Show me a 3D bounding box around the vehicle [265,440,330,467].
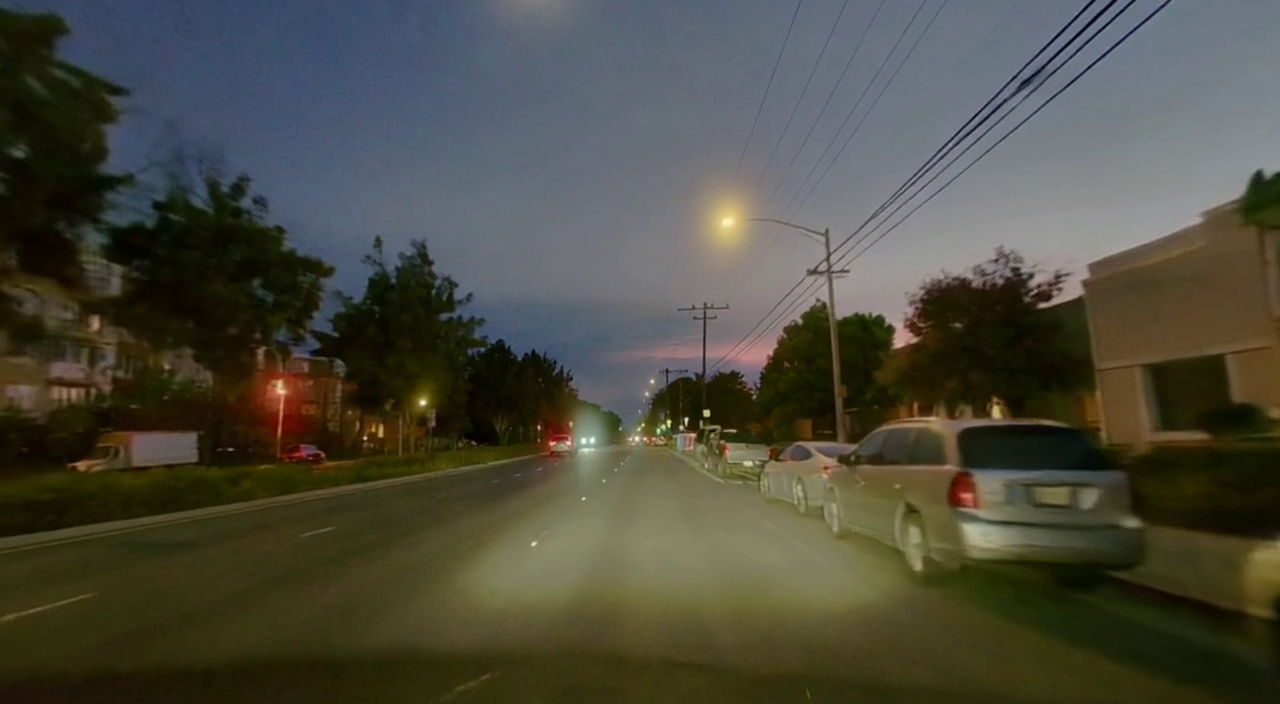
[{"bbox_3d":[-25.419,7.552,47.019,2.052,1.862,4.816,0,-8,1],"label":"vehicle"}]

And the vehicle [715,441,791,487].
[{"bbox_3d":[3.503,3.513,20.020,1.869,1.325,2.994,0,-8,1],"label":"vehicle"}]

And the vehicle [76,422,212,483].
[{"bbox_3d":[-25.725,5.251,33.113,2.223,2.895,5.824,0,-8,1],"label":"vehicle"}]

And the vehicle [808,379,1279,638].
[{"bbox_3d":[3.526,1.454,6.970,2.188,1.810,4.883,0,-8,3],"label":"vehicle"}]
